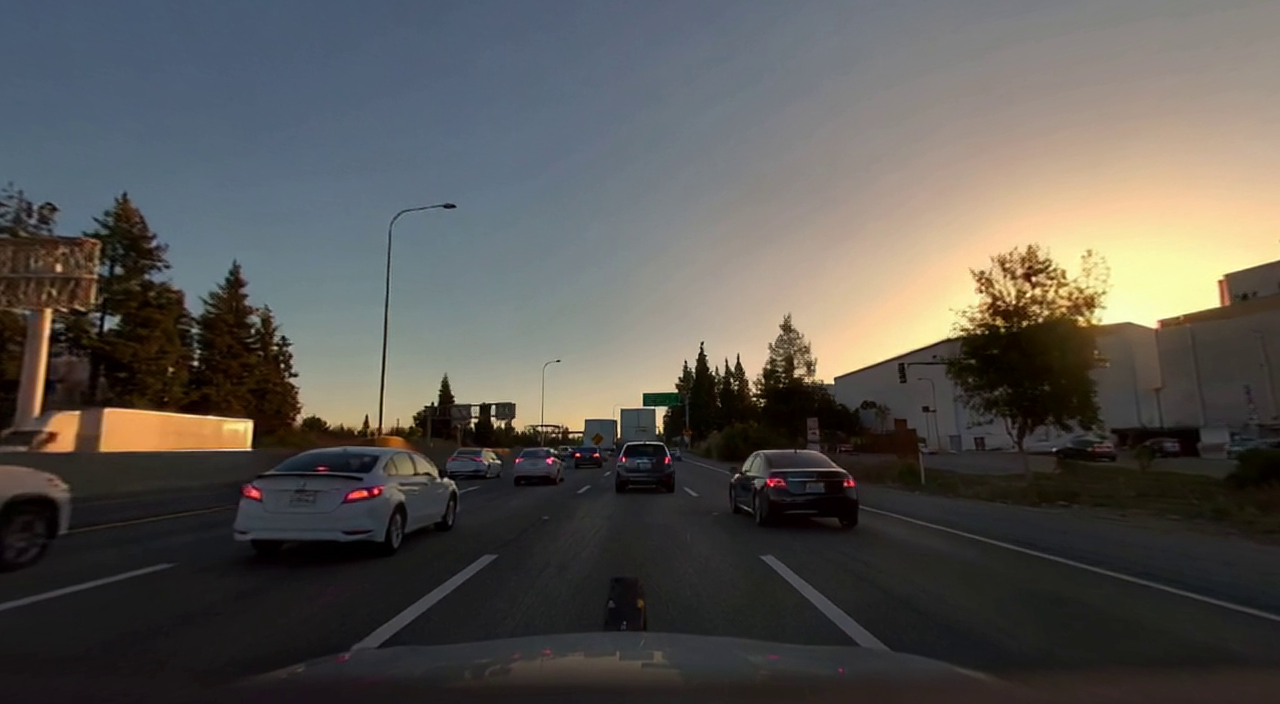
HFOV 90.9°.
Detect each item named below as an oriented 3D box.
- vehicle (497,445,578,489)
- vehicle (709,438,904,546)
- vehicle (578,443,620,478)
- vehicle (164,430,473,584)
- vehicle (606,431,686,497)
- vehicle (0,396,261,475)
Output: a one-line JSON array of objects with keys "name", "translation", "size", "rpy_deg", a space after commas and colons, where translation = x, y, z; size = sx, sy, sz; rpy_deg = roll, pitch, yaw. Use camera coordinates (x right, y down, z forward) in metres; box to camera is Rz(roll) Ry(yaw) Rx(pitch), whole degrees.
[{"name": "vehicle", "translation": [-3.641, 4.174, 23.254], "size": [2.132, 1.464, 4.481], "rpy_deg": [0, -9, 2]}, {"name": "vehicle", "translation": [2.567, 2.288, 11.047], "size": [2.018, 1.470, 4.491], "rpy_deg": [0, -9, -2]}, {"name": "vehicle", "translation": [-2.121, 5.394, 31.575], "size": [1.937, 1.601, 3.798], "rpy_deg": [1, -9, -6]}, {"name": "vehicle", "translation": [-3.751, 1.854, 8.387], "size": [1.883, 1.500, 4.161], "rpy_deg": [0, -9, 0]}, {"name": "vehicle", "translation": [0.202, 3.345, 19.106], "size": [2.152, 1.779, 3.924], "rpy_deg": [0, -9, 1]}, {"name": "vehicle", "translation": [-32.035, 5.476, 40.294], "size": [2.918, 3.744, 20.241], "rpy_deg": [0, -8, 1]}]
